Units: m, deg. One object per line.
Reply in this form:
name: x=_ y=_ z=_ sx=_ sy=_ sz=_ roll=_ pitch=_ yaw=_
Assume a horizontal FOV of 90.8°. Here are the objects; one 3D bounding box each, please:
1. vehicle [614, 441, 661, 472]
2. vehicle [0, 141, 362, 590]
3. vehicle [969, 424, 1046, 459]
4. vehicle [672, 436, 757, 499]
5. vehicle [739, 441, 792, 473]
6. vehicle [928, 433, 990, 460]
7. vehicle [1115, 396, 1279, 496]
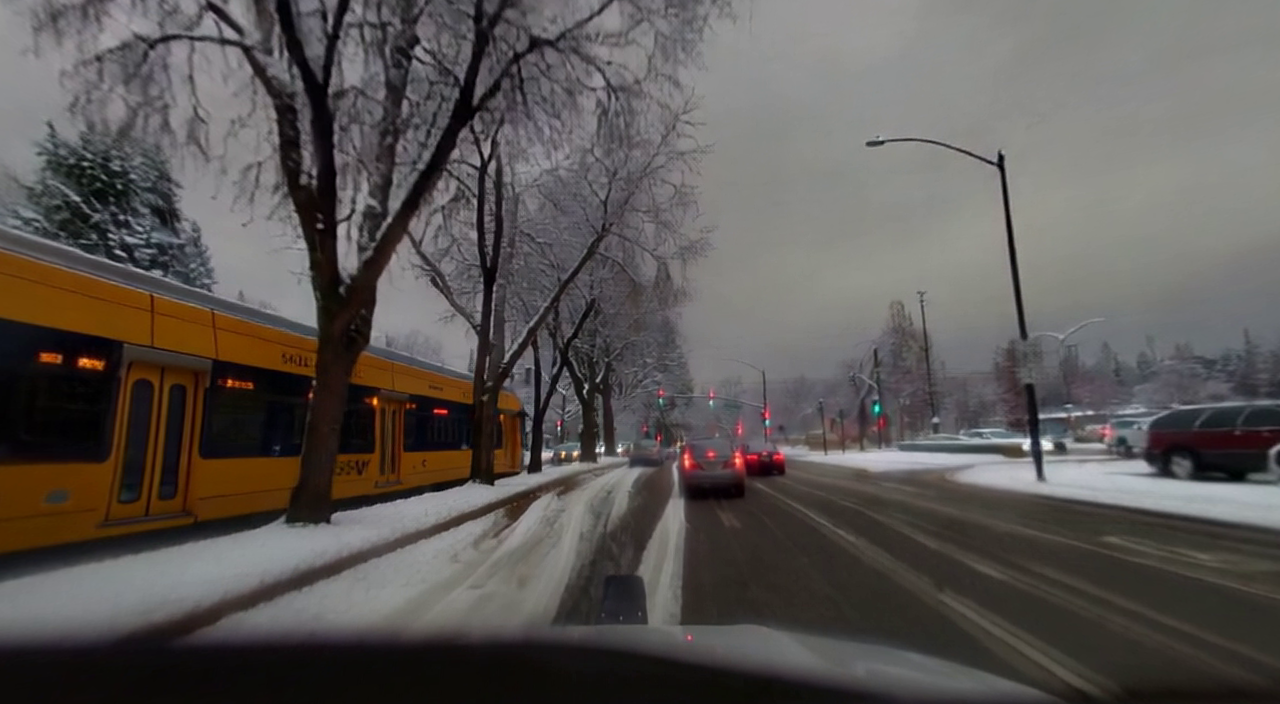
vehicle: x=-0.059 y=5.284 z=32.209 sx=2.118 sy=1.478 sz=4.076 roll=-1 pitch=-8 yaw=4
vehicle: x=-6.816 y=0.008 z=4.428 sx=2.897 sy=3.700 sz=13.528 roll=-1 pitch=-7 yaw=4
vehicle: x=21.735 y=5.322 z=37.593 sx=2.116 sy=1.937 sz=4.515 roll=-1 pitch=-8 yaw=5
vehicle: x=1.868 y=3.056 z=17.149 sx=2.002 sy=1.471 sz=4.337 roll=0 pitch=-8 yaw=3
vehicle: x=6.107 y=5.154 z=31.231 sx=1.944 sy=1.447 sz=4.392 roll=0 pitch=-8 yaw=3
vehicle: x=19.265 y=5.726 z=38.377 sx=1.831 sy=1.545 sz=3.872 roll=0 pitch=-8 yaw=2
vehicle: x=14.902 y=2.232 z=15.615 sx=2.221 sy=2.116 sz=5.535 roll=-2 pitch=-7 yaw=4
